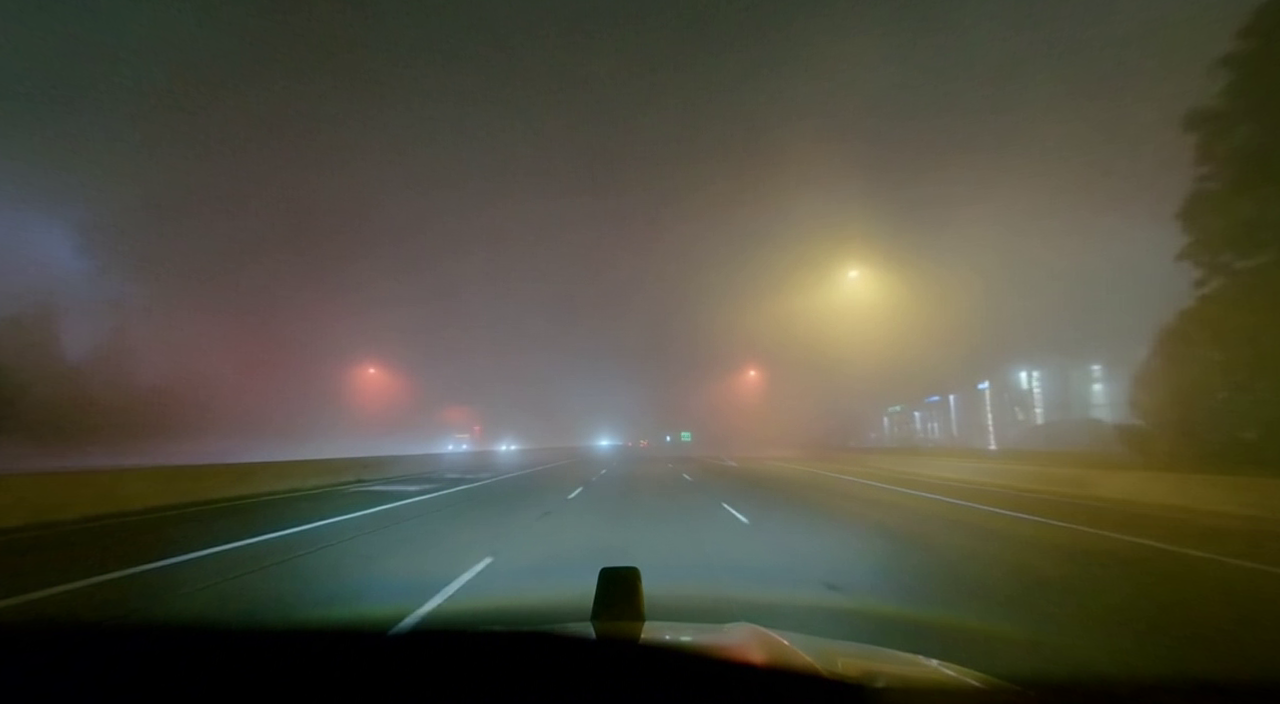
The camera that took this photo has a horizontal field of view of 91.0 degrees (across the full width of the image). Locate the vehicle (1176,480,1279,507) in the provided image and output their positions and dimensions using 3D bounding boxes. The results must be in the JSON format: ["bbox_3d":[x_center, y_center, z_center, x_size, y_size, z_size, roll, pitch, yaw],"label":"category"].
[{"bbox_3d":[38.647,9.309,41.465,4.606,1.507,1.906,-1,-9,11],"label":"vehicle"}]
